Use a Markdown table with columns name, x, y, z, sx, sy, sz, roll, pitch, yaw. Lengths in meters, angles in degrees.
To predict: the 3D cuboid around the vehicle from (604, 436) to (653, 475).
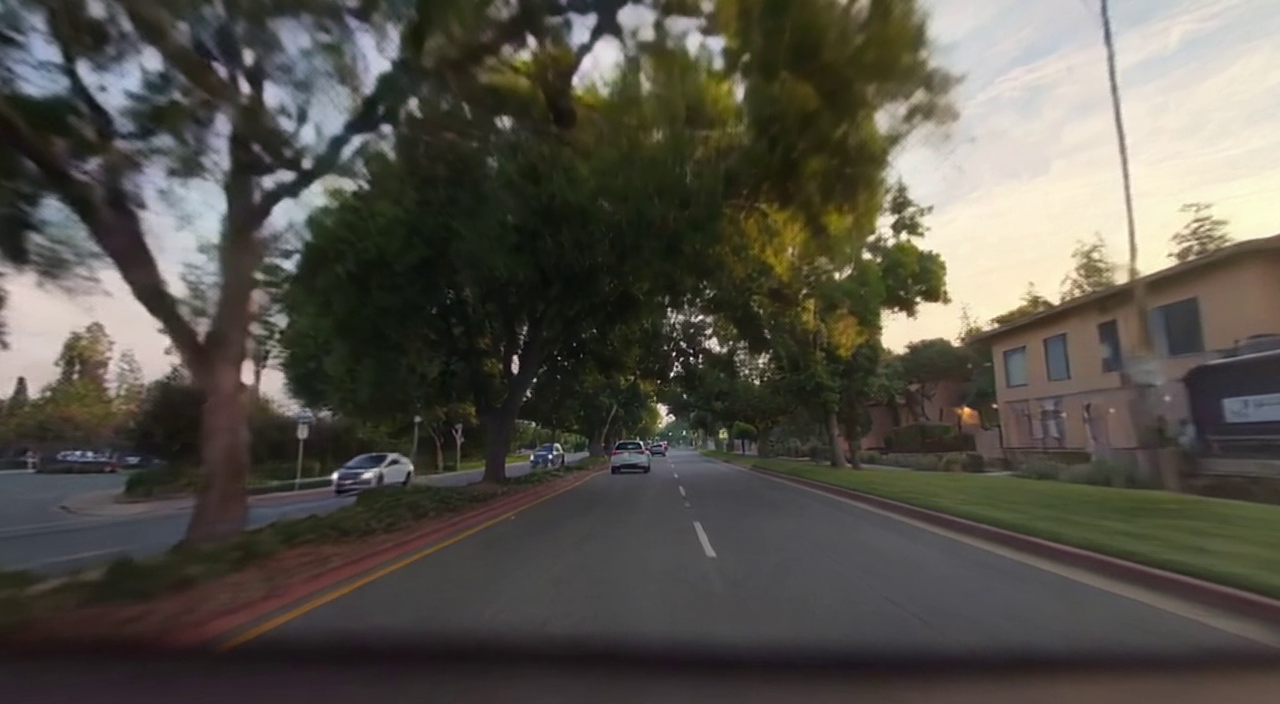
| name | x | y | z | sx | sy | sz | roll | pitch | yaw |
| --- | --- | --- | --- | --- | --- | --- | --- | --- | --- |
| vehicle | -0.464 | 4.905 | 30.063 | 2.129 | 1.713 | 4.314 | 0 | -8 | 2 |

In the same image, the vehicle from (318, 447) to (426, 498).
| name | x | y | z | sx | sy | sz | roll | pitch | yaw |
| --- | --- | --- | --- | --- | --- | --- | --- | --- | --- |
| vehicle | -9.420 | 4.220 | 22.564 | 1.908 | 1.616 | 3.988 | 0 | -8 | 3 |

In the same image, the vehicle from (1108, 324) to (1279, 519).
| name | x | y | z | sx | sy | sz | roll | pitch | yaw |
| --- | --- | --- | --- | --- | --- | --- | --- | --- | --- |
| vehicle | 13.622 | 1.145 | 11.053 | 2.794 | 3.710 | 10.785 | -3 | -8 | 2 |
